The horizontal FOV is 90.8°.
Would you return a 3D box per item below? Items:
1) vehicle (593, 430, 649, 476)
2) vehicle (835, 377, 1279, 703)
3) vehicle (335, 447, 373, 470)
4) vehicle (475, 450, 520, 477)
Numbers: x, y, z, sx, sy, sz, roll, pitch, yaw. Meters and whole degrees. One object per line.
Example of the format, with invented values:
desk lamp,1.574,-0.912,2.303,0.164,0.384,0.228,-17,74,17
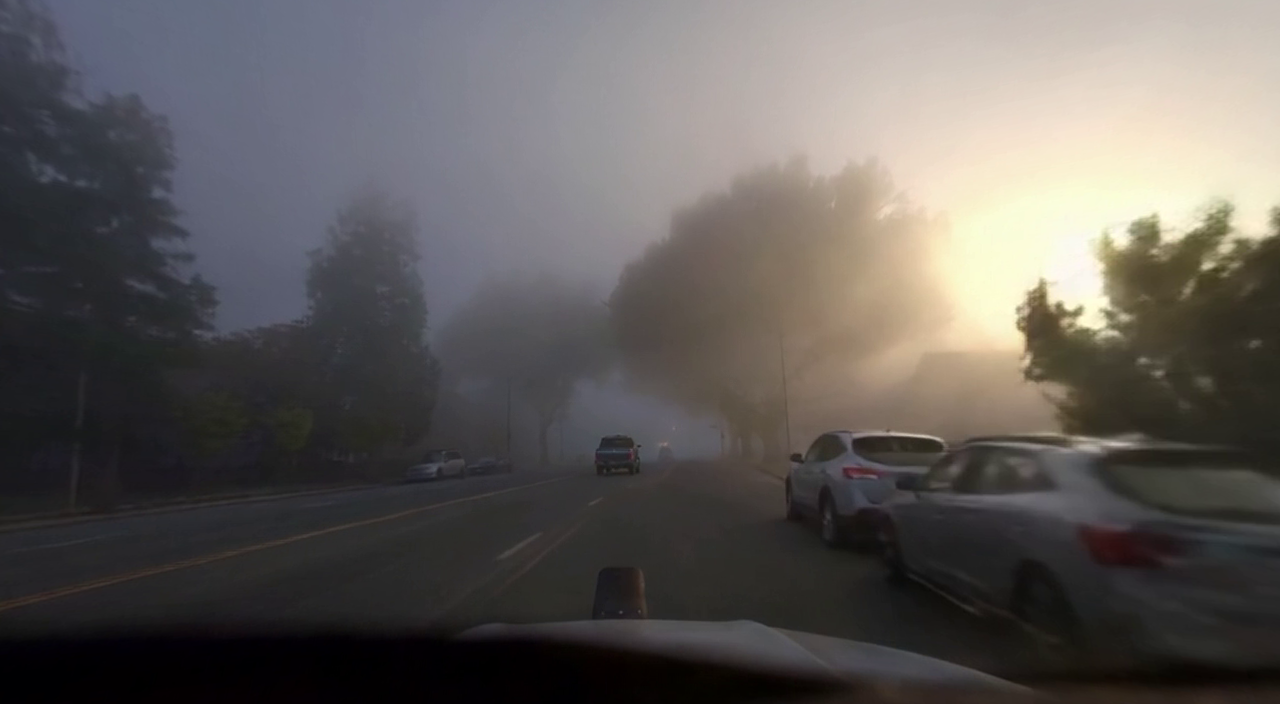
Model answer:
vehicle,-0.854,5.031,31.561,2.085,2.084,5.133,-1,-9,6
vehicle,3.113,1.260,4.724,2.040,1.643,4.446,-1,-9,2
vehicle,-21.795,8.113,48.255,1.940,1.554,4.237,2,-8,-15
vehicle,-10.181,7.973,45.409,2.002,1.598,4.366,-6,-9,2
